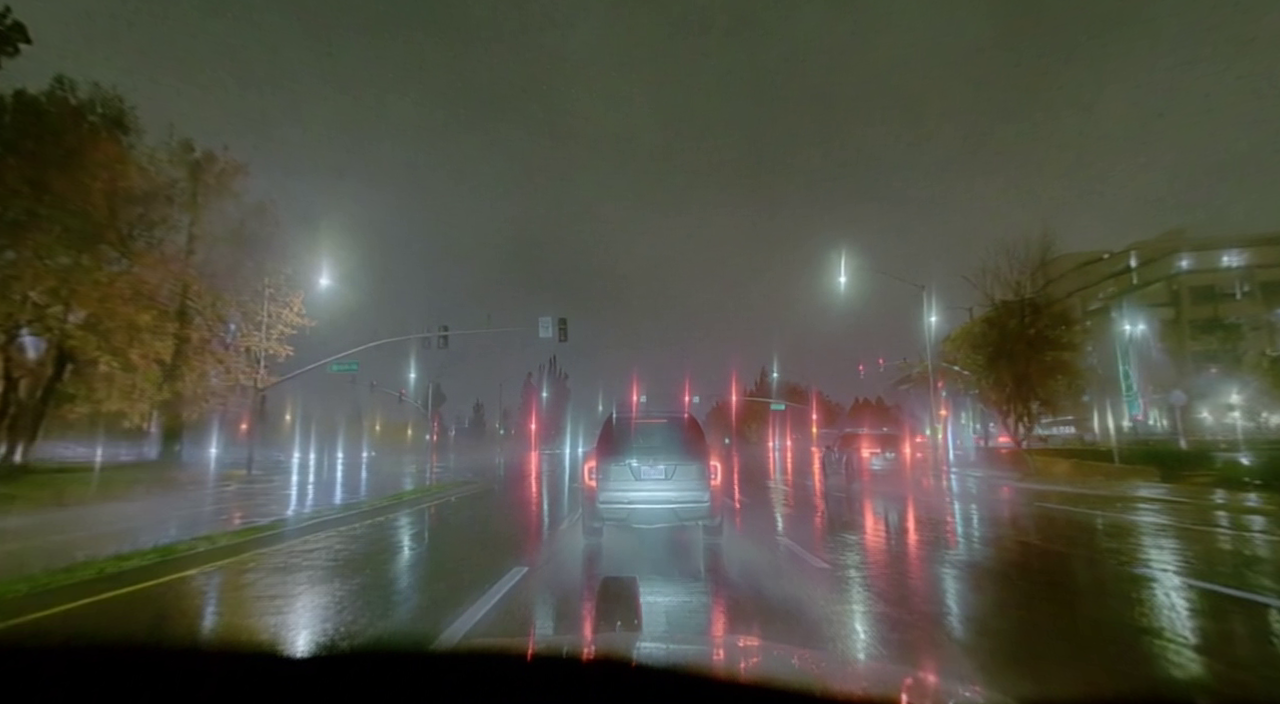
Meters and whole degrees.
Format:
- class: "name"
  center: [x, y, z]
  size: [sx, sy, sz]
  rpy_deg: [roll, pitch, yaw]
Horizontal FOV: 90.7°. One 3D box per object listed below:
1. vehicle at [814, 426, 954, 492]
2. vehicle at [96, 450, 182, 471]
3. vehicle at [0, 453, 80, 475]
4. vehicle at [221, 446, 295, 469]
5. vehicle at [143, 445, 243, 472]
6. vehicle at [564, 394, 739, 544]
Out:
- class: "vehicle"
  center: [7.078, 3.172, 19.018]
  size: [2.447, 1.707, 4.396]
  rpy_deg: [0, -9, 0]
- class: "vehicle"
  center: [-36.520, 7.898, 46.162]
  size: [4.647, 1.484, 1.893]
  rpy_deg: [0, -9, 0]
- class: "vehicle"
  center: [-40.568, 7.565, 42.814]
  size: [3.386, 1.456, 2.024]
  rpy_deg: [0, -9, 1]
- class: "vehicle"
  center: [-27.653, 7.636, 45.910]
  size: [4.100, 1.567, 1.868]
  rpy_deg: [0, -9, 1]
- class: "vehicle"
  center: [-30.264, 7.214, 42.935]
  size: [5.244, 1.715, 1.950]
  rpy_deg: [0, -9, 1]
- class: "vehicle"
  center: [0.238, 1.873, 10.637]
  size: [2.267, 1.926, 4.708]
  rpy_deg: [-1, -9, 2]
